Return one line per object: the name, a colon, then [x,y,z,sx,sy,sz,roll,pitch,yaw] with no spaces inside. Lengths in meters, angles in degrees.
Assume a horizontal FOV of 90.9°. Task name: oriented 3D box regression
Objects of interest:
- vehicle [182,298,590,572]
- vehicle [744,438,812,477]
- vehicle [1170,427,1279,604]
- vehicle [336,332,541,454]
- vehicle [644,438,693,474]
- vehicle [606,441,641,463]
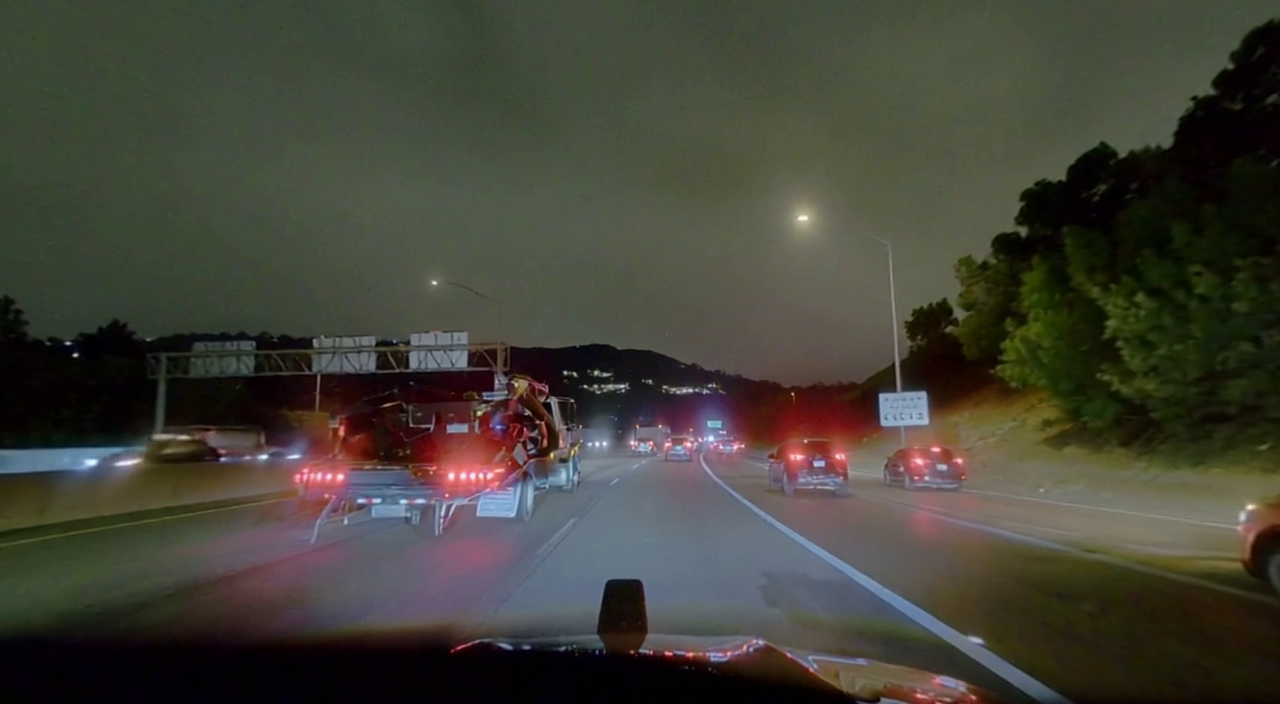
vehicle: [-3.133,1.608,11.993,3.162,2.955,10.282,0,-8,2]
vehicle: [6.236,4.799,29.051,2.075,1.614,4.682,0,-8,0]
vehicle: [6.501,1.218,4.212,2.040,1.481,4.260,1,-8,-4]
vehicle: [-3.128,0.902,11.015,1.893,1.674,4.766,0,-8,1]
vehicle: [1.277,4.650,28.381,2.079,1.499,3.915,0,-8,3]
vehicle: [-1.065,6.824,43.139,2.016,1.450,4.310,-1,-8,4]
